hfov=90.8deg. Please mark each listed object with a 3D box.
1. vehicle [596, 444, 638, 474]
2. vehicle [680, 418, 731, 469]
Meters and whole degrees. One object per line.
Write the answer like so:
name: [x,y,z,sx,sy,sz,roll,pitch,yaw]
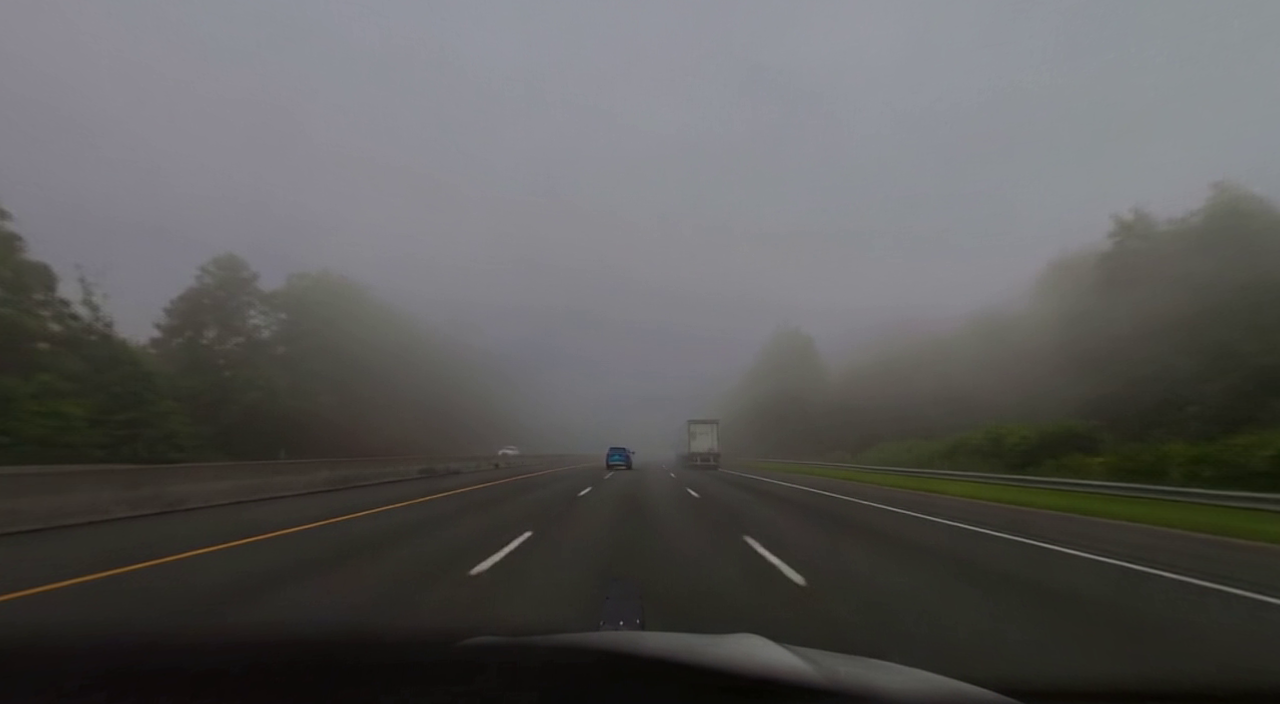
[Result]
vehicle: [-1.317,6.472,38.166,2.297,1.683,4.385,0,-9,2]
vehicle: [4.796,7.001,48.016,2.960,3.547,8.560,0,-9,0]
